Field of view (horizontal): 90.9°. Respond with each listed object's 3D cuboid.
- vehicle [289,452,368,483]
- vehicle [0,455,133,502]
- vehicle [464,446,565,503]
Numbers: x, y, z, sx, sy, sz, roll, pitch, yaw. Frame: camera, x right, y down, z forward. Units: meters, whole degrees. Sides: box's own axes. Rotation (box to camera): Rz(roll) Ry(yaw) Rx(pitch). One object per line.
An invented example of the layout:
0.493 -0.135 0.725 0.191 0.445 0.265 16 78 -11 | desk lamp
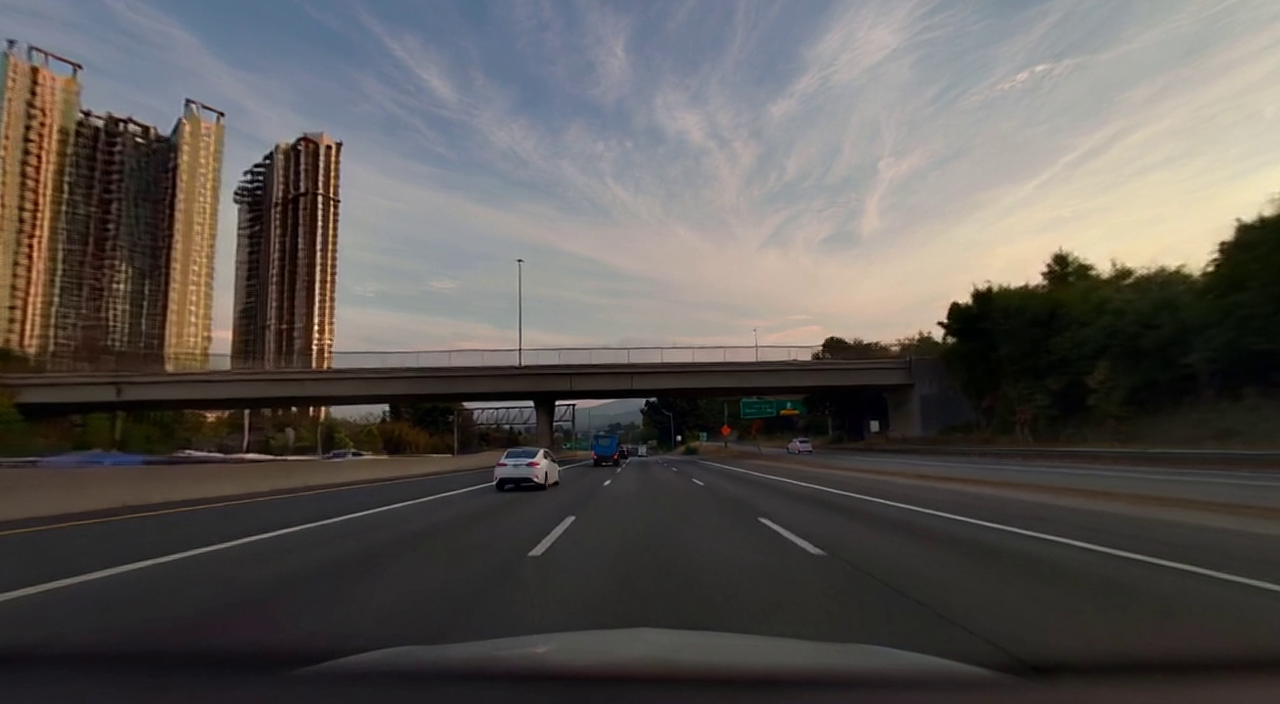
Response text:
-15.774 5.852 32.148 1.845 1.479 4.108 0 -9 1 | vehicle
-20.115 4.326 21.837 1.790 1.450 3.815 0 -9 1 | vehicle
-3.592 3.606 18.964 2.039 1.478 4.483 0 -9 1 | vehicle
